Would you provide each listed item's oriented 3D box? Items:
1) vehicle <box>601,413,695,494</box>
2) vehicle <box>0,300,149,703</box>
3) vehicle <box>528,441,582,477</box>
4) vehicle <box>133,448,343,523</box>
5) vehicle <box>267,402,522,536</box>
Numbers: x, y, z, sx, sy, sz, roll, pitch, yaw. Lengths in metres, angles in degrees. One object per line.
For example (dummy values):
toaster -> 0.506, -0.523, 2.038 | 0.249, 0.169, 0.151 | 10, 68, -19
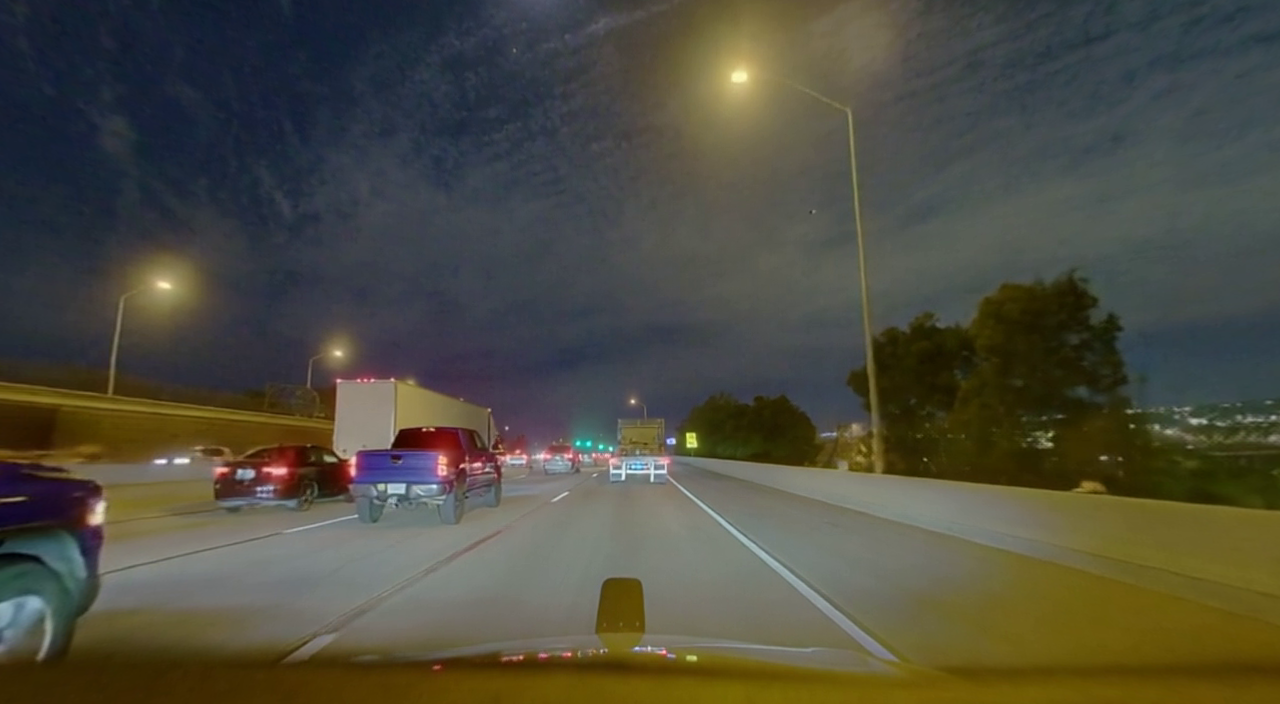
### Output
vehicle -> 0.121, 3.702, 23.367 | 2.886, 2.471, 7.692 | 0, -9, -2
vehicle -> -3.553, 0.452, 0.439 | 2.303, 1.835, 5.044 | 0, -9, 1
vehicle -> -4.618, 5.903, 35.118 | 2.329, 1.859, 4.823 | 0, -9, 1
vehicle -> -8.683, 2.881, 14.209 | 1.893, 1.409, 4.154 | -1, -9, 2
vehicle -> -4.167, 2.168, 12.278 | 2.575, 1.958, 5.730 | 0, -9, 1
